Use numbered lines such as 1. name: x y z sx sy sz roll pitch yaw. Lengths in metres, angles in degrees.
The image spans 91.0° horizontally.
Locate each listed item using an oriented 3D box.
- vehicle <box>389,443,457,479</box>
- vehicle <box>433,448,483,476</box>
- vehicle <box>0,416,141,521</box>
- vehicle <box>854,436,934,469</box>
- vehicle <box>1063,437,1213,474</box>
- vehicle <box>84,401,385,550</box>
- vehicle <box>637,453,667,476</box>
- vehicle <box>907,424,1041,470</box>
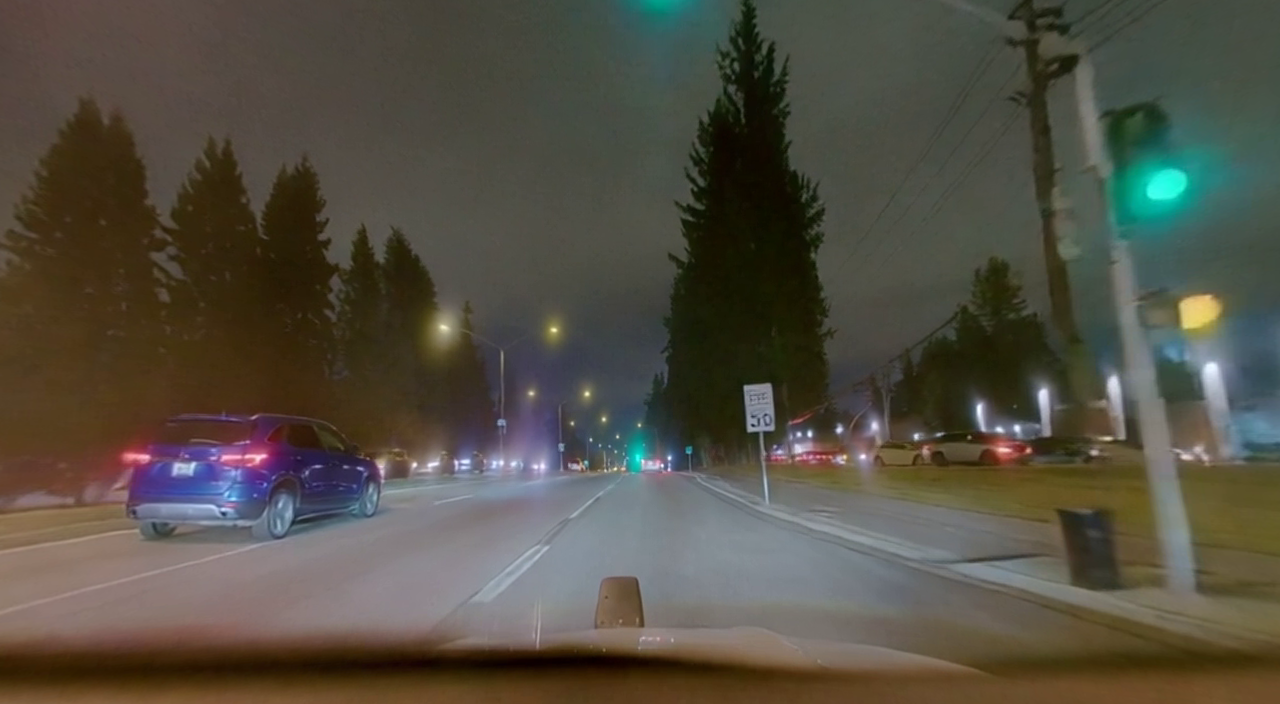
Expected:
1. vehicle: -11.637 5.858 34.084 2.042 1.801 4.378 0 -9 1
2. vehicle: -11.932 7.208 41.644 1.953 1.697 4.725 0 -9 -1
3. vehicle: -12.107 2.017 10.923 2.167 1.799 5.682 0 -9 1
4. vehicle: 12.821 5.092 32.089 1.884 1.522 4.642 1 -9 -4
5. vehicle: 21.914 4.588 28.061 1.933 1.487 5.136 2 -9 -11
6. vehicle: -6.134 1.918 10.358 2.027 1.908 4.273 0 -9 0
7. vehicle: 0.855 8.240 46.273 2.091 1.494 3.962 0 -9 0
8. vehicle: 13.508 3.912 25.906 1.950 1.697 4.906 3 -9 -15
